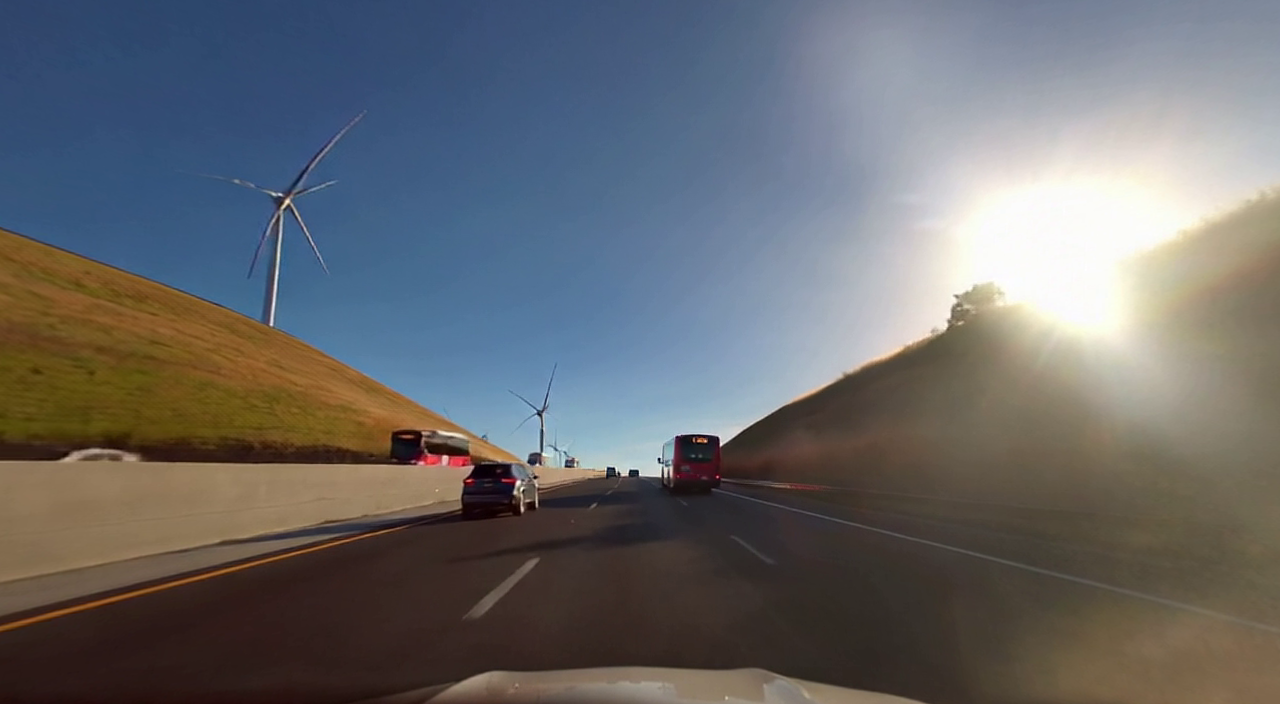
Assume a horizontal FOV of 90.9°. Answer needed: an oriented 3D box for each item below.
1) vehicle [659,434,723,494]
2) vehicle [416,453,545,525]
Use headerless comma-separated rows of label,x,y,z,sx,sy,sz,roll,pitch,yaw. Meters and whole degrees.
vehicle,3.361,8.214,45.895,2.941,3.574,14.463,1,-11,-2
vehicle,-3.950,3.516,16.482,2.213,1.568,4.274,1,-11,0
